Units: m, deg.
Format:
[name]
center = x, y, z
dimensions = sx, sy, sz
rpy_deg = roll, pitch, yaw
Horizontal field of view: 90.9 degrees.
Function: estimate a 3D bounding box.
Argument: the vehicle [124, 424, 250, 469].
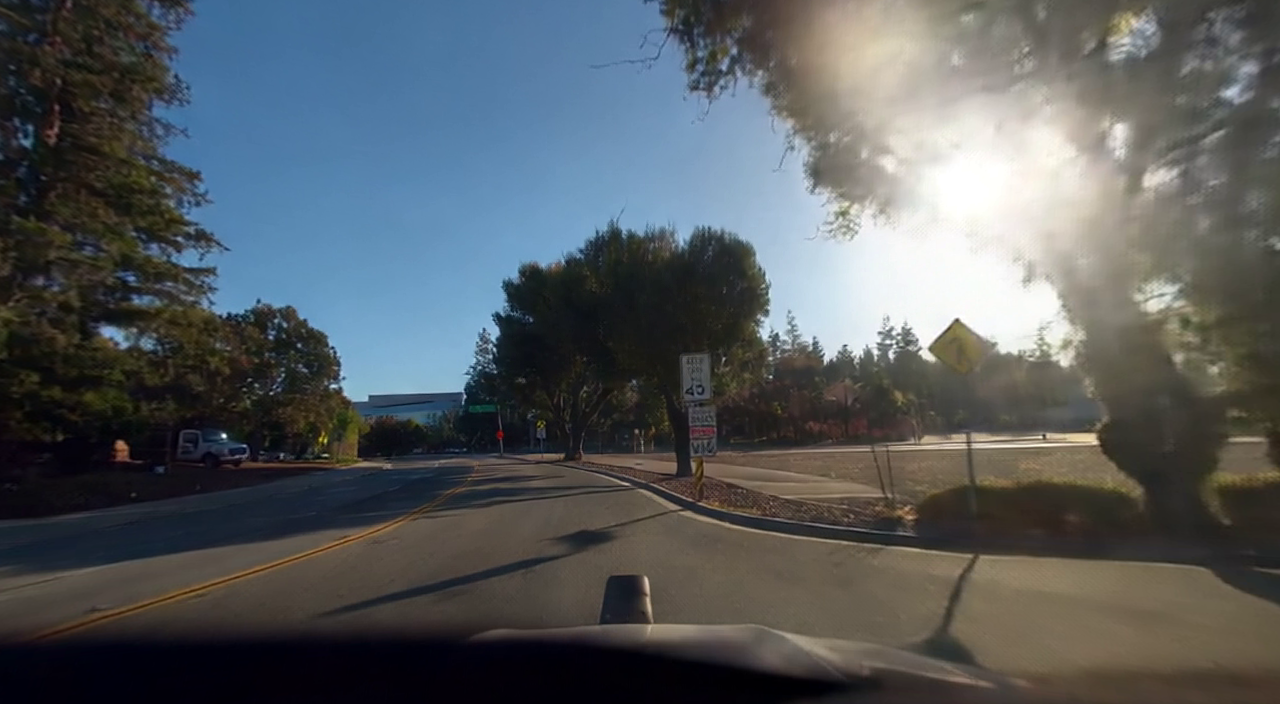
[vehicle]
center = -21.087, 4.406, 29.426
dimensions = 4.699, 1.996, 2.116
rpy_deg = -2, -9, 15
